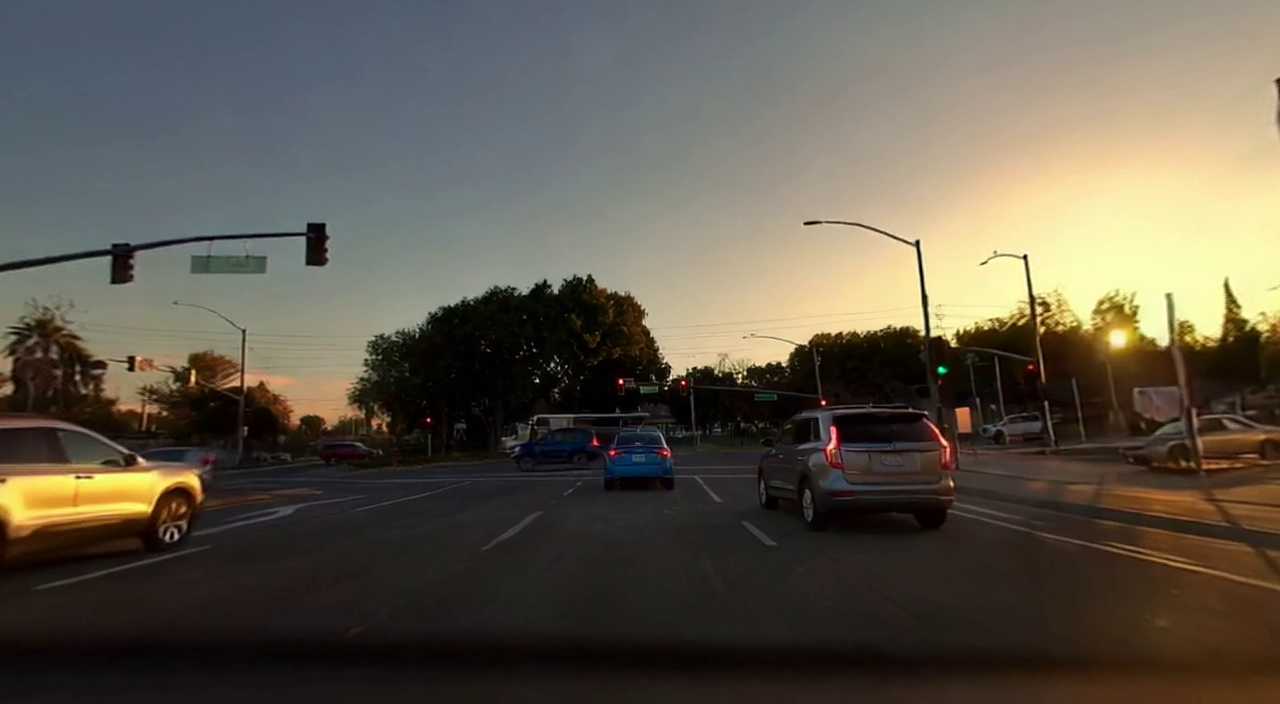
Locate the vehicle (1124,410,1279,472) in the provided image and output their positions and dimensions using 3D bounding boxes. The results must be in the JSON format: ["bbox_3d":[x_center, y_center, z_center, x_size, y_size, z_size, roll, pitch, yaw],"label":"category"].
[{"bbox_3d":[16.600,2.557,18.048,3.848,1.674,1.887,0,-8,1],"label":"vehicle"}]

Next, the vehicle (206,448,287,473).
[{"bbox_3d":[-28.749,7.942,46.148,4.543,1.760,1.904,0,-8,-3],"label":"vehicle"}]

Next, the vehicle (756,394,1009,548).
[{"bbox_3d":[3.214,1.699,9.553,2.083,1.779,4.347,0,-8,0],"label":"vehicle"}]

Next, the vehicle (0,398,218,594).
[{"bbox_3d":[-6.833,1.363,6.084,2.011,1.774,4.866,0,-8,2],"label":"vehicle"}]

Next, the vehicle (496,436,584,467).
[{"bbox_3d":[-5.291,5.317,33.782,1.847,1.508,4.366,-8,-12,44],"label":"vehicle"}]

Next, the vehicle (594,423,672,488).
[{"bbox_3d":[-0.159,3.046,18.732,2.067,1.702,3.987,0,-8,1],"label":"vehicle"}]
